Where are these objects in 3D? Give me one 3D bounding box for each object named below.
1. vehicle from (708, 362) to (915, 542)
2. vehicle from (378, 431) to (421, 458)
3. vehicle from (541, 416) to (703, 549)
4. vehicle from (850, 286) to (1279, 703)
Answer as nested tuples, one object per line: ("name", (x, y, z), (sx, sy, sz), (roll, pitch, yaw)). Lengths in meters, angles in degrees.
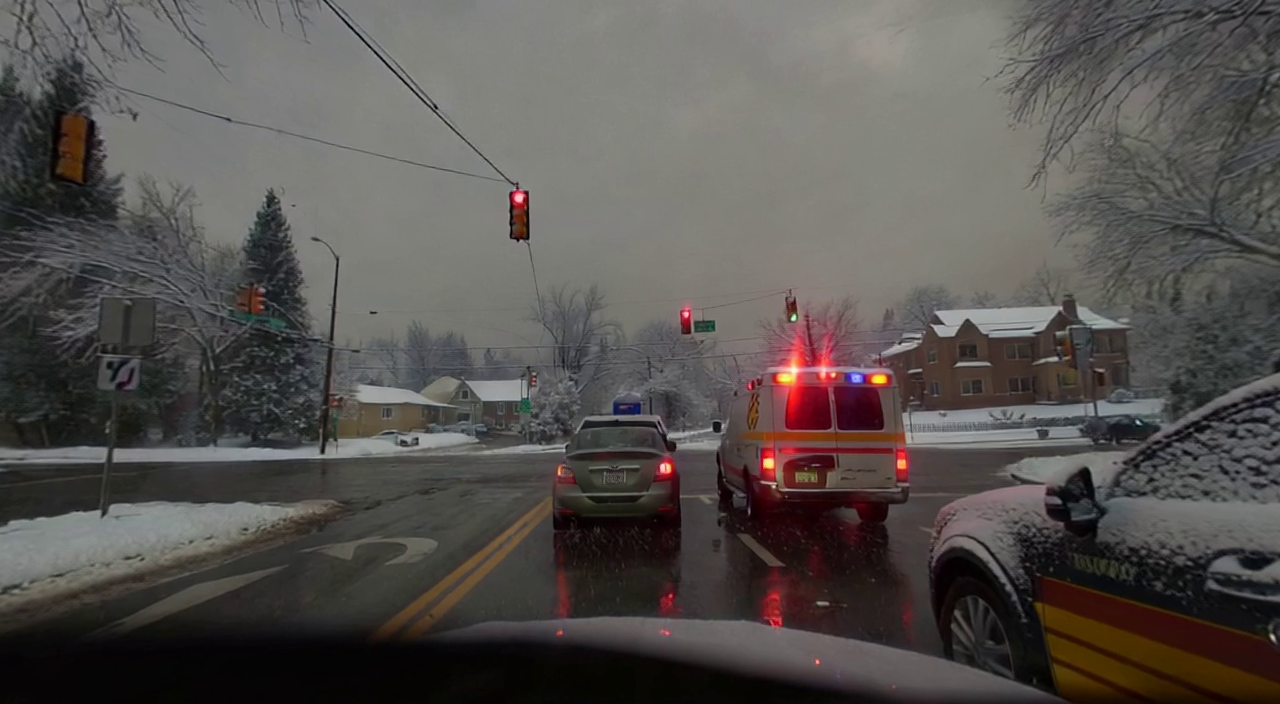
("vehicle", (2.886, 1.895, 12.366), (2.406, 2.687, 5.521), (0, -8, -1))
("vehicle", (-17.757, 6.881, 46.859), (2.246, 1.880, 4.454), (1, -9, -12))
("vehicle", (-0.282, 1.976, 10.185), (2.114, 1.707, 3.725), (0, -8, -1))
("vehicle", (2.849, 0.898, 2.839), (2.194, 1.820, 4.652), (0, -8, 0))
